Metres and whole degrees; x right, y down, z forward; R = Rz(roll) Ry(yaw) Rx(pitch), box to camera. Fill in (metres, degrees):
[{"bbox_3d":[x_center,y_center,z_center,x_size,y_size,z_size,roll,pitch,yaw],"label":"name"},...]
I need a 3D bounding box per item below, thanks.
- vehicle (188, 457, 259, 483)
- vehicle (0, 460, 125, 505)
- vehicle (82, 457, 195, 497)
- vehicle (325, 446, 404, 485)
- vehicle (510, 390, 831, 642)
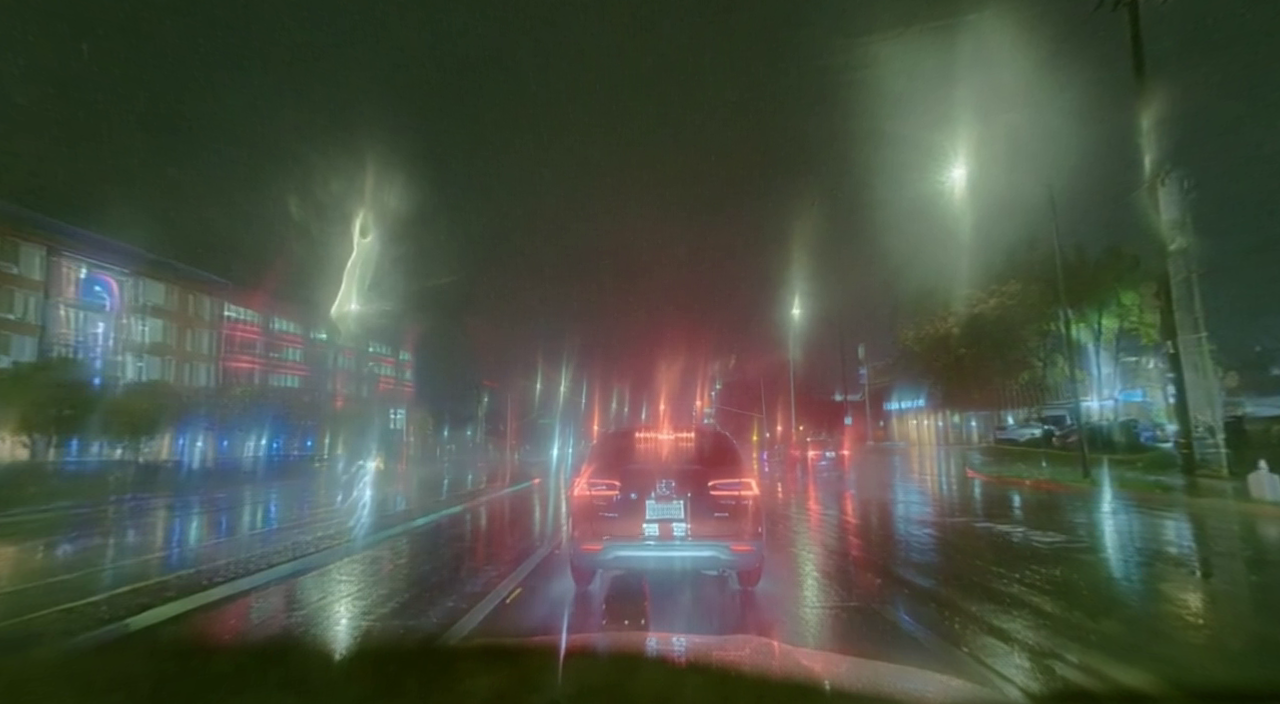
[{"bbox_3d":[-27.888,7.884,42.377,1.861,1.578,4.152,0,-8,1],"label":"vehicle"},{"bbox_3d":[-23.983,5.201,25.291,4.608,1.659,1.981,2,-9,-16],"label":"vehicle"},{"bbox_3d":[-25.865,6.412,32.803,2.026,1.808,4.835,0,-8,-2],"label":"vehicle"},{"bbox_3d":[-13.062,5.376,30.222,1.965,1.695,4.284,0,-8,-2],"label":"vehicle"},{"bbox_3d":[0.205,1.380,6.220,2.125,1.669,3.880,0,-8,0],"label":"vehicle"}]
